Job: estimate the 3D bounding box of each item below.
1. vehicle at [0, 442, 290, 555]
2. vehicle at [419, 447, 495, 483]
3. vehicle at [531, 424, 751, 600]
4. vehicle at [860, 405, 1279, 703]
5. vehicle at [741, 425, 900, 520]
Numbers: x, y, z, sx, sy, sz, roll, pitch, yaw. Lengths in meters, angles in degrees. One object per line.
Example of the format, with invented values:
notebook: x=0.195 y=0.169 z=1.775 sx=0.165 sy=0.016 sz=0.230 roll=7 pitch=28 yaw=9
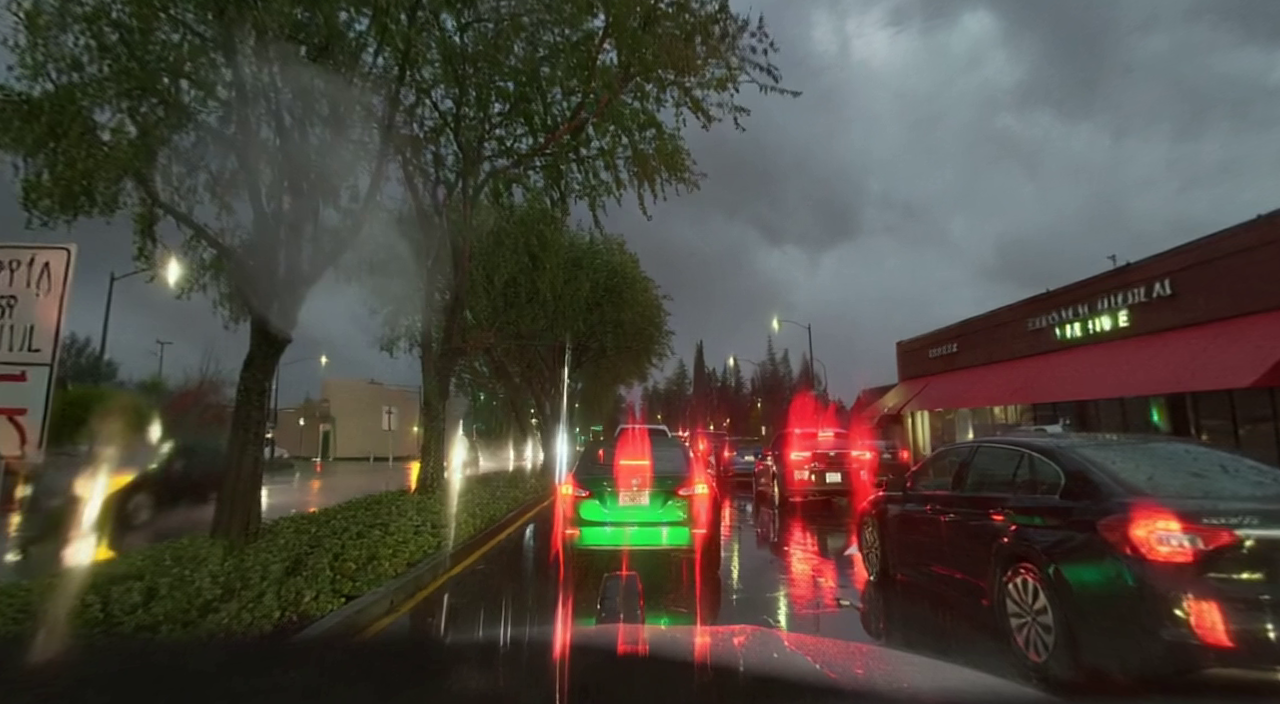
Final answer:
vehicle: x=-7.967 y=2.267 z=10.504 sx=1.953 sy=1.477 sz=4.050 roll=0 pitch=-9 yaw=0
vehicle: x=-7.950 y=4.929 z=27.940 sx=1.991 sy=1.433 sz=4.261 roll=-1 pitch=-9 yaw=1
vehicle: x=-0.016 y=1.645 z=7.277 sx=1.887 sy=1.487 sz=3.535 roll=0 pitch=-9 yaw=-1
vehicle: x=3.312 y=1.248 z=4.469 sx=1.988 sy=1.480 sz=4.195 roll=0 pitch=-9 yaw=0
vehicle: x=3.552 y=2.469 z=13.403 sx=2.025 sy=1.660 sz=4.263 roll=0 pitch=-9 yaw=-1
